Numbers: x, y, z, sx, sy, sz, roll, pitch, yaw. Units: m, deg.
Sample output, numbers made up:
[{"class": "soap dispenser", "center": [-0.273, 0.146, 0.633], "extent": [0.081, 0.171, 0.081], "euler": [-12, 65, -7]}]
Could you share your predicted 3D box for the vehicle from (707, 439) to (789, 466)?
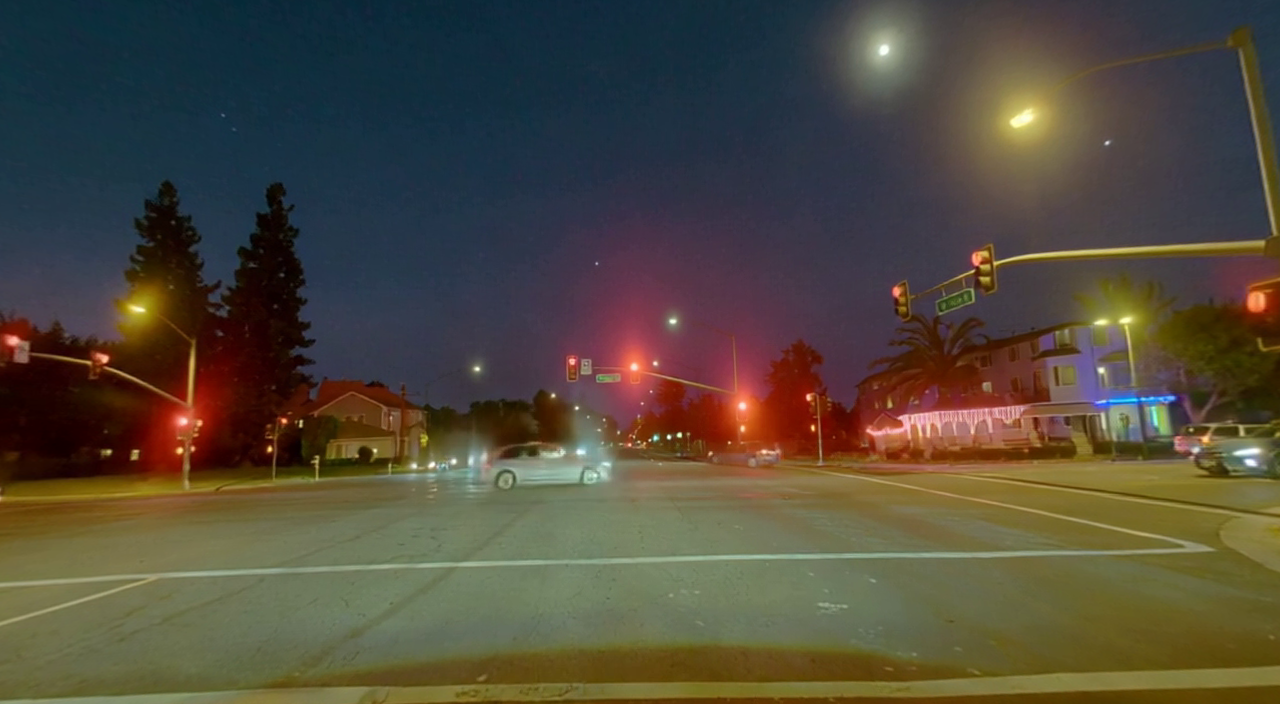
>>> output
[{"class": "vehicle", "center": [6.659, 6.261, 39.422], "extent": [1.932, 1.539, 4.873], "euler": [7, -12, -42]}]

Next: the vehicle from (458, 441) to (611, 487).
[{"class": "vehicle", "center": [-3.439, 3.766, 21.394], "extent": [4.823, 1.449, 2.017], "euler": [0, -9, 0]}]

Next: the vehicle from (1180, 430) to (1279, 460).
[{"class": "vehicle", "center": [31.306, 4.887, 33.039], "extent": [4.318, 1.488, 1.870], "euler": [0, -9, -1]}]
